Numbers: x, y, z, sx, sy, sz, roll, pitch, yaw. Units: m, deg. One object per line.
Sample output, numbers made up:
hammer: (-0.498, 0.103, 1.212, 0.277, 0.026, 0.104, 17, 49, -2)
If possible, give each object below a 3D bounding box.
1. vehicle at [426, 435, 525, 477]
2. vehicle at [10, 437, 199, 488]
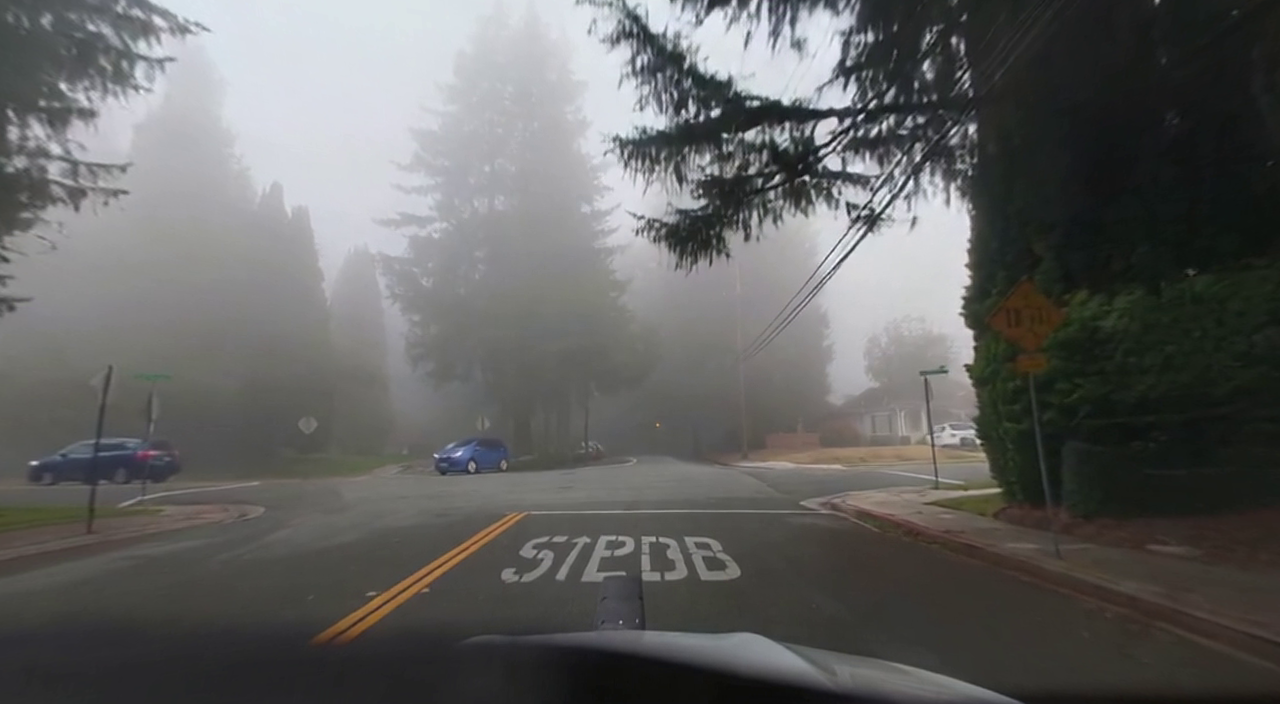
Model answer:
vehicle: (-6.832, 4.357, 26.817, 1.988, 1.596, 4.396, -3, -8, 17)
vehicle: (-19.193, 3.943, 22.836, 4.968, 1.728, 1.987, 0, -8, 0)
